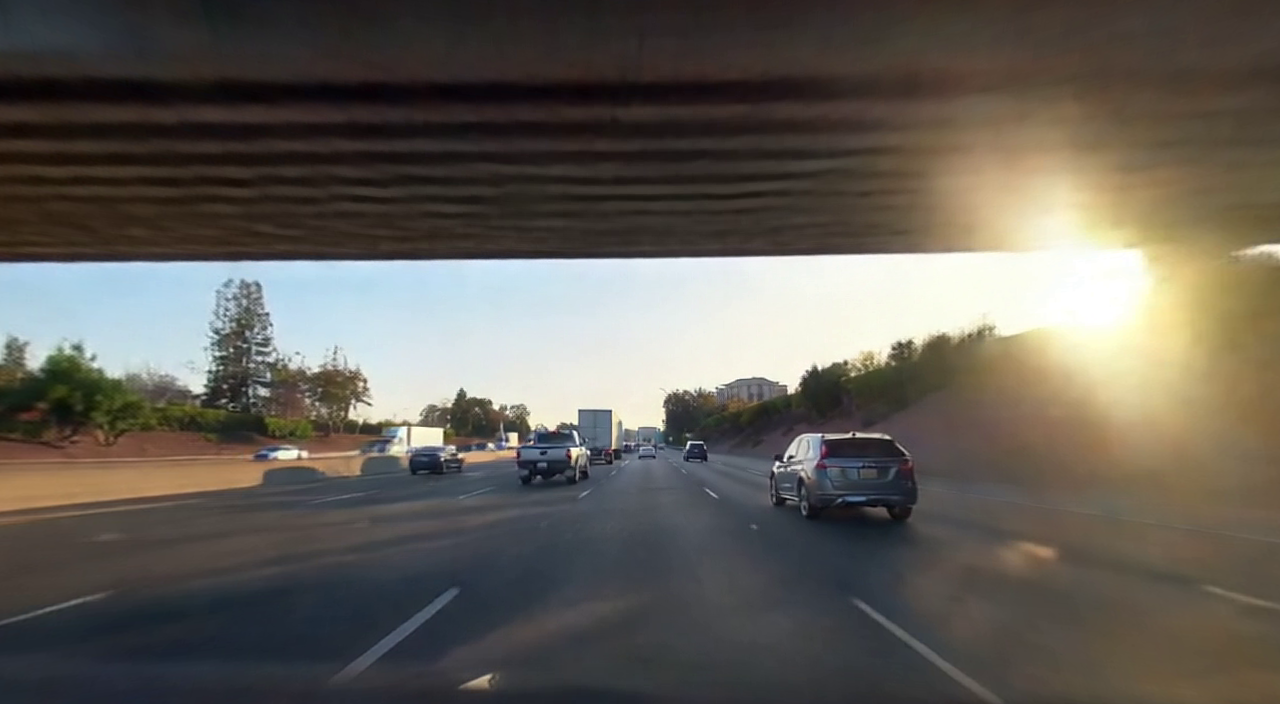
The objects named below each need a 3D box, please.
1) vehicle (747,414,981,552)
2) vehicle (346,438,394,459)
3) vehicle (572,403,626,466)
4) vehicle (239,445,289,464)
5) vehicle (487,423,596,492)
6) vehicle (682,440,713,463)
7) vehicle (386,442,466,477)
[{"bbox_3d":[3.103,1.913,9.903,2.028,1.658,4.334,0,-8,-1],"label":"vehicle"},{"bbox_3d":[-21.226,7.611,49.786,2.145,1.512,3.656,0,-8,0],"label":"vehicle"},{"bbox_3d":[-2.869,6.583,49.378,2.869,4.108,15.564,0,-8,1],"label":"vehicle"},{"bbox_3d":[-28.484,7.755,47.865,1.496,1.368,3.456,-1,-9,3],"label":"vehicle"},{"bbox_3d":[-3.141,3.602,22.010,2.645,2.023,6.491,0,-8,1],"label":"vehicle"},{"bbox_3d":[4.400,7.667,48.863,2.026,1.661,3.865,0,-8,-1],"label":"vehicle"},{"bbox_3d":[-9.857,4.974,29.512,1.981,1.495,4.834,0,-8,1],"label":"vehicle"}]
